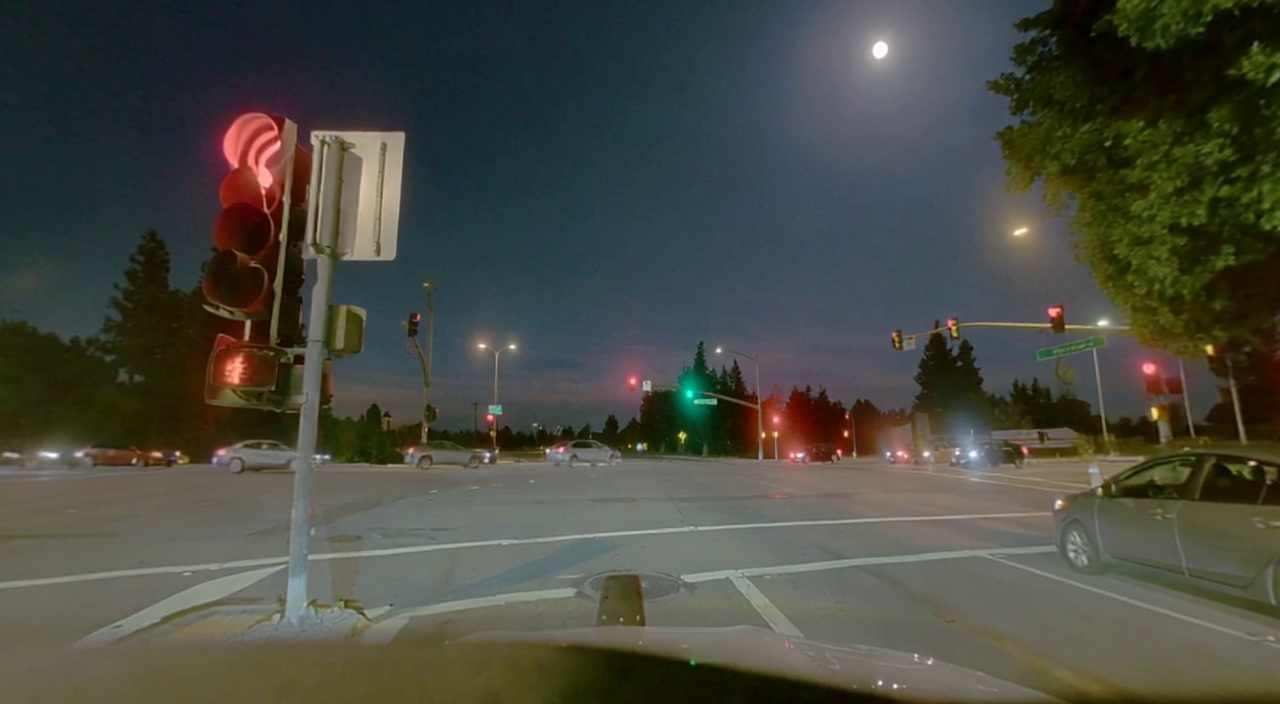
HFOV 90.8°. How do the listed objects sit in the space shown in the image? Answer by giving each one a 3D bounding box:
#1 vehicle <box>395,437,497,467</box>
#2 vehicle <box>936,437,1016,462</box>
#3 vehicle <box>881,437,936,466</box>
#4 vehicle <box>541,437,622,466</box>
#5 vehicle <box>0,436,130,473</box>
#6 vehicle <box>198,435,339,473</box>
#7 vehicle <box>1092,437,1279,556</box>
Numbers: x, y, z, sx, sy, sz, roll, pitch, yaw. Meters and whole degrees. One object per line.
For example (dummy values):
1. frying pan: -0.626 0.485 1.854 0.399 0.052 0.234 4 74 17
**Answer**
1. vehicle: -10.485 5.428 34.383 4.912 1.485 1.922 8 -11 -41
2. vehicle: 22.193 6.427 41.792 4.481 1.561 2.001 3 -9 -18
3. vehicle: 14.813 5.513 35.097 1.962 1.468 4.516 -2 -9 12
4. vehicle: -3.253 5.606 35.678 1.896 1.544 4.331 -8 -12 44
5. vehicle: -24.618 4.283 26.427 4.580 1.472 1.891 3 -9 -16
6. vehicle: -15.595 4.316 26.895 4.849 1.476 1.935 3 -9 -22
7. vehicle: 9.240 2.088 9.129 1.993 1.505 4.721 5 -9 0
